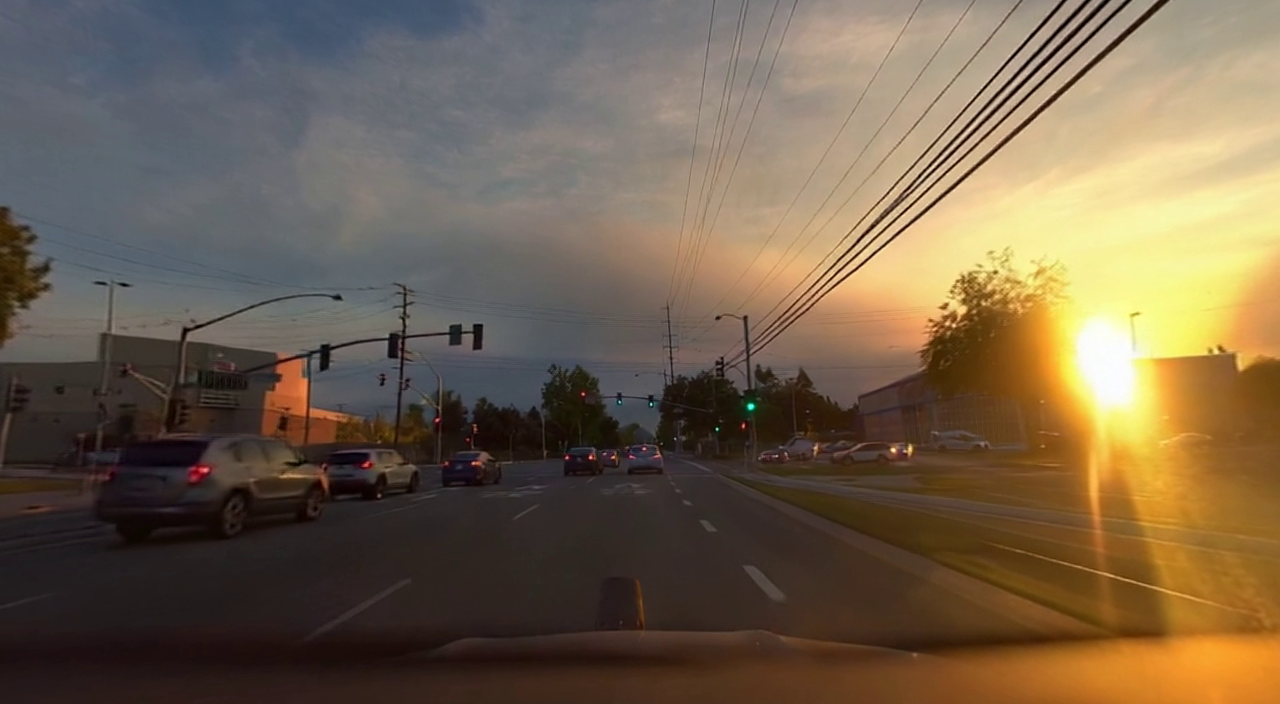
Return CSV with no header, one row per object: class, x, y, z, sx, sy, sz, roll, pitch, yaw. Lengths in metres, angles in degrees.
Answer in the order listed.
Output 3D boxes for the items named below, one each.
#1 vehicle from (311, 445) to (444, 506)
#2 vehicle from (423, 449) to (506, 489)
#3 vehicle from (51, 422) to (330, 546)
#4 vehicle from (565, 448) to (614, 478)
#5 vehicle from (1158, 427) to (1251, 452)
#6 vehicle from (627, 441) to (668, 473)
vehicle,-7.528,3.544,18.646,1.912,1.573,4.299,0,-8,2
vehicle,-7.058,4.741,25.942,1.904,1.449,4.580,0,-8,3
vehicle,-7.480,2.205,11.177,1.860,1.754,4.089,0,-8,1
vehicle,-2.635,5.870,33.792,2.064,1.464,4.373,0,-8,2
vehicle,44.092,6.875,49.450,4.988,1.916,2.172,-1,-8,4
vehicle,0.530,6.378,38.646,2.276,1.850,3.897,-1,-8,4
